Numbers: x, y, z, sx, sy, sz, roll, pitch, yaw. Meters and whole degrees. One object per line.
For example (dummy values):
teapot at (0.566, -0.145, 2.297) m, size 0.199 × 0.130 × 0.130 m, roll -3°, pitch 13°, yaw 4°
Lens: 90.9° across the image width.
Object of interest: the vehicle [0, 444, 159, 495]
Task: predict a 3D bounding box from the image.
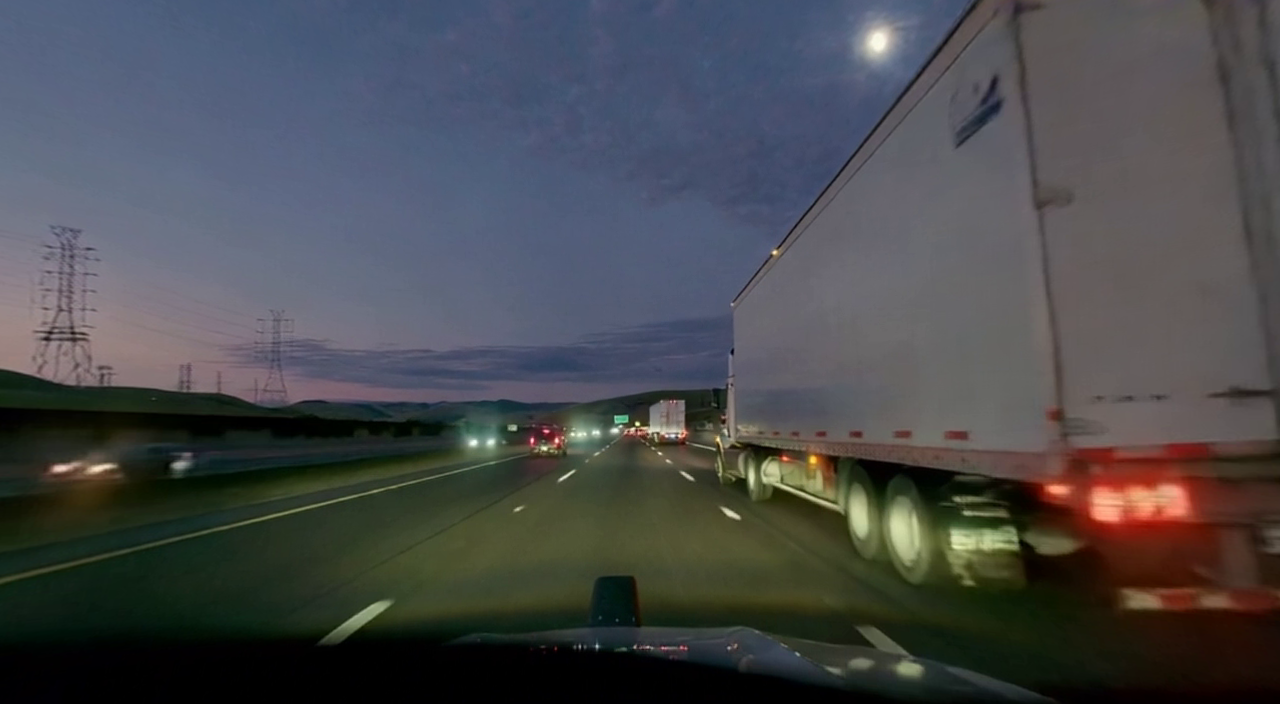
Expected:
vehicle at (-18.878, 3.875, 21.246) m, size 1.806 × 1.454 × 4.468 m, roll 0°, pitch -7°, yaw -1°

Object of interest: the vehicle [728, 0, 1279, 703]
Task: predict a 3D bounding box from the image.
vehicle at (3.658, 0.335, 8.412) m, size 3.060 × 3.842 × 11.095 m, roll 0°, pitch -8°, yaw -2°

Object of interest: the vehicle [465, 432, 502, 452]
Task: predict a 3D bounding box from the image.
vehicle at (-12.294, 7.081, 49.705) m, size 1.879 × 1.472 × 4.325 m, roll 0°, pitch -7°, yaw -1°

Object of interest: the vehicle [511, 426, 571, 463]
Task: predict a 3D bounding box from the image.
vehicle at (-4.277, 4.080, 27.916) m, size 1.965 × 1.486 × 4.448 m, roll 0°, pitch -7°, yaw 0°
